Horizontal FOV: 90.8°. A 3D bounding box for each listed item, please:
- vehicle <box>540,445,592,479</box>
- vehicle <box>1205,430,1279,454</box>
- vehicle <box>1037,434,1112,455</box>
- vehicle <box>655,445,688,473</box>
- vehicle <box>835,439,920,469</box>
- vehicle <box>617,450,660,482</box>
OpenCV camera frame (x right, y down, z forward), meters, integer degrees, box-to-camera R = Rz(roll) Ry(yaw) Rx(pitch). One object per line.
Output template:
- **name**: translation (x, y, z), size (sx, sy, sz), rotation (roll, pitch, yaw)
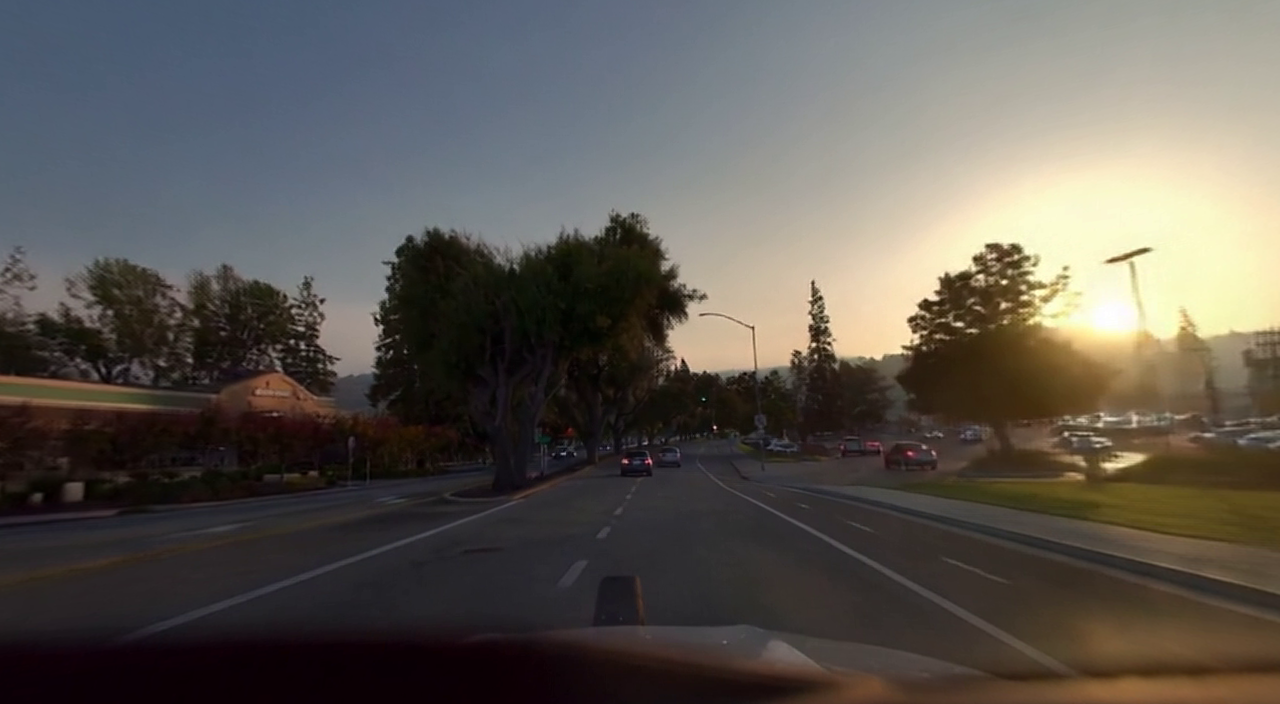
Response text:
- **vehicle**: translation (-4.485, 6.754, 39.277), size (2.298, 1.905, 5.777), rotation (-1, -9, 2)
- **vehicle**: translation (39.463, 5.796, 40.536), size (1.810, 1.442, 4.420), rotation (1, -9, -10)
- **vehicle**: translation (31.492, 6.693, 45.849), size (4.202, 1.432, 1.934), rotation (1, -9, -9)
- **vehicle**: translation (2.085, 7.074, 41.948), size (2.046, 1.768, 4.370), rotation (-1, -9, 2)
- **vehicle**: translation (17.442, 7.556, 47.421), size (2.618, 1.565, 11.353), rotation (-4, -7, 3)
- **vehicle**: translation (-0.081, 5.436, 30.372), size (1.917, 1.418, 3.987), rotation (-1, -9, 0)
